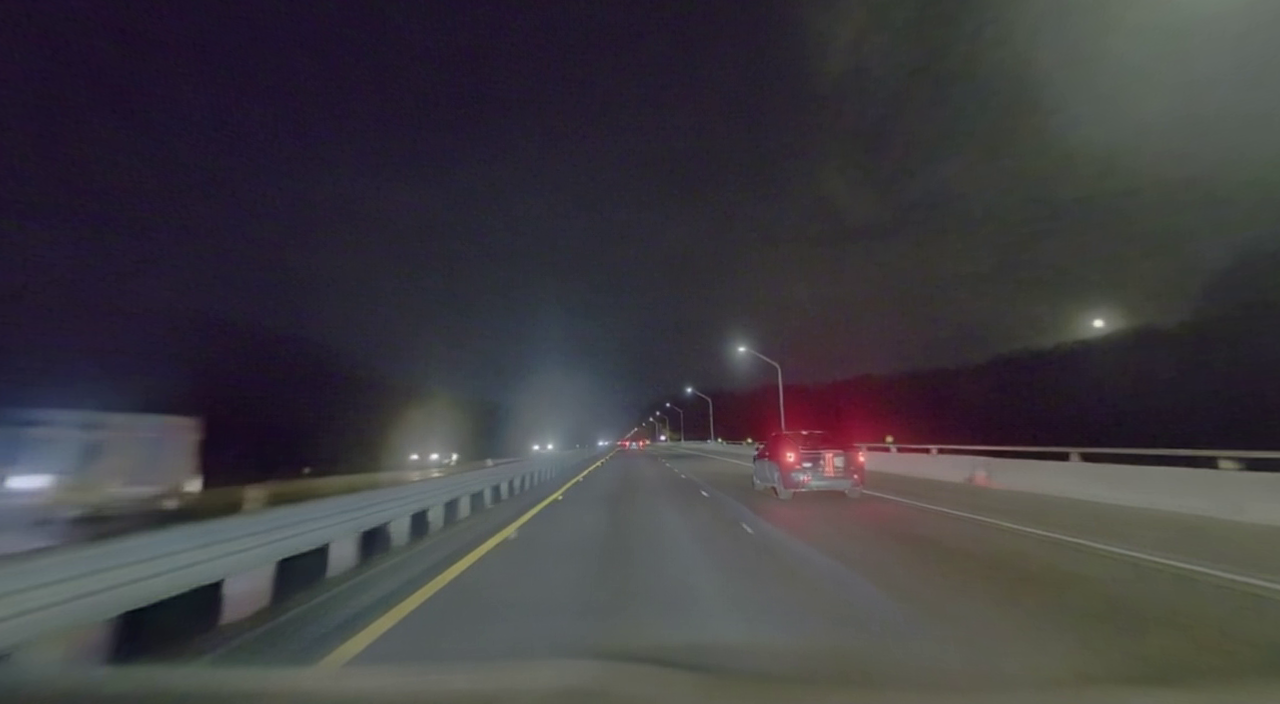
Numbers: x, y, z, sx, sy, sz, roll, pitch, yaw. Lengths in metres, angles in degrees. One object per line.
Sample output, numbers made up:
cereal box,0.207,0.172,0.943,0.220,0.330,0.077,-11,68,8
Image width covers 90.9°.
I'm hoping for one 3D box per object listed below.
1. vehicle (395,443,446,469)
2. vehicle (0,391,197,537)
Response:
vehicle,-12.878,6.111,37.237,1.748,1.440,3.680,0,-8,-1
vehicle,-12.749,2.244,13.067,2.304,2.610,6.728,0,-8,-1
